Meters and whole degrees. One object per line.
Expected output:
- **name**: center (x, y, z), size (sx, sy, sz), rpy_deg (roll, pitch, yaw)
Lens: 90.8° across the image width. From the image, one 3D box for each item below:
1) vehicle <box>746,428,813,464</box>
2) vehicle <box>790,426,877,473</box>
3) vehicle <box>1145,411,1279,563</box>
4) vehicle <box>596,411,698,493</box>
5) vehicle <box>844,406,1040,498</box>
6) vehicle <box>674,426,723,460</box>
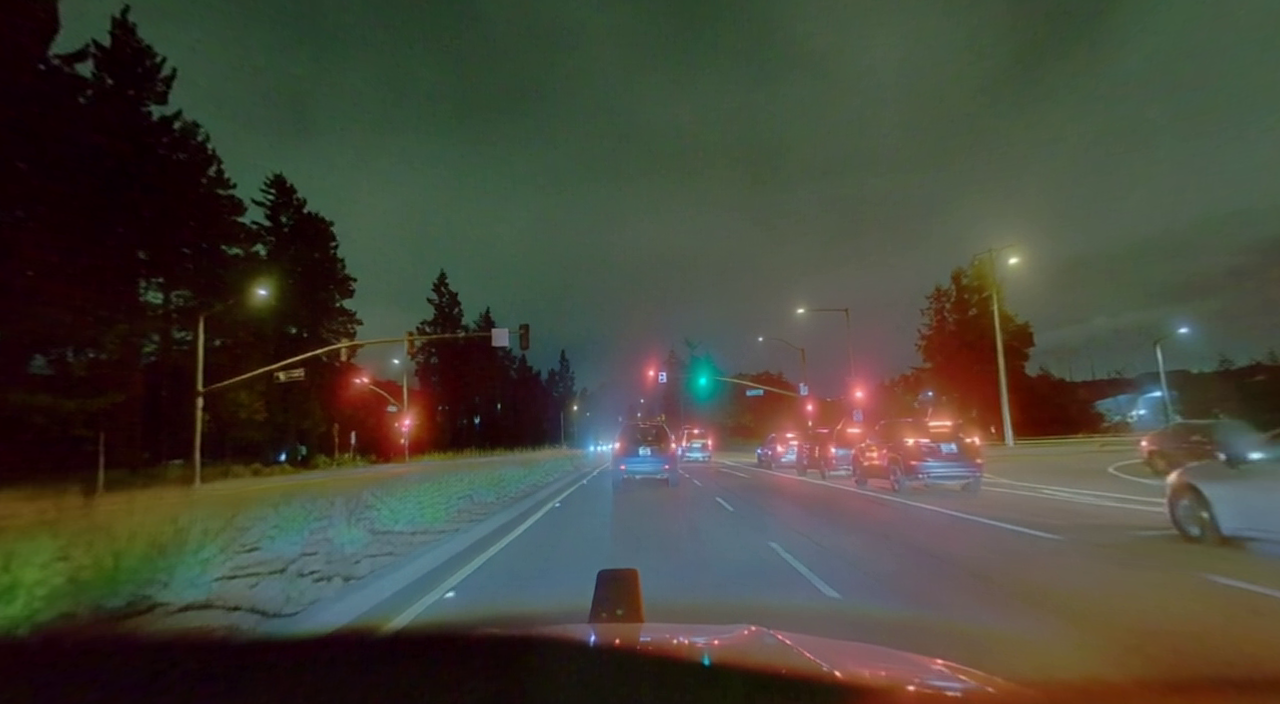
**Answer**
- **vehicle**: center (7.368, 5.042, 33.894), size (2.440, 1.775, 4.791), rpy_deg (0, -9, 0)
- **vehicle**: center (7.348, 3.785, 24.500), size (2.025, 1.642, 4.189), rpy_deg (0, -9, 0)
- **vehicle**: center (7.387, 1.217, 5.482), size (2.004, 1.504, 4.836), rpy_deg (0, -9, 0)
- **vehicle**: center (0.159, 2.641, 16.808), size (2.353, 1.894, 4.122), rpy_deg (0, -9, 0)
- **vehicle**: center (7.106, 2.471, 15.763), size (2.251, 1.873, 5.346), rpy_deg (0, -9, 0)
- **vehicle**: center (3.323, 5.350, 36.902), size (2.388, 1.833, 4.506), rpy_deg (0, -9, -1)
